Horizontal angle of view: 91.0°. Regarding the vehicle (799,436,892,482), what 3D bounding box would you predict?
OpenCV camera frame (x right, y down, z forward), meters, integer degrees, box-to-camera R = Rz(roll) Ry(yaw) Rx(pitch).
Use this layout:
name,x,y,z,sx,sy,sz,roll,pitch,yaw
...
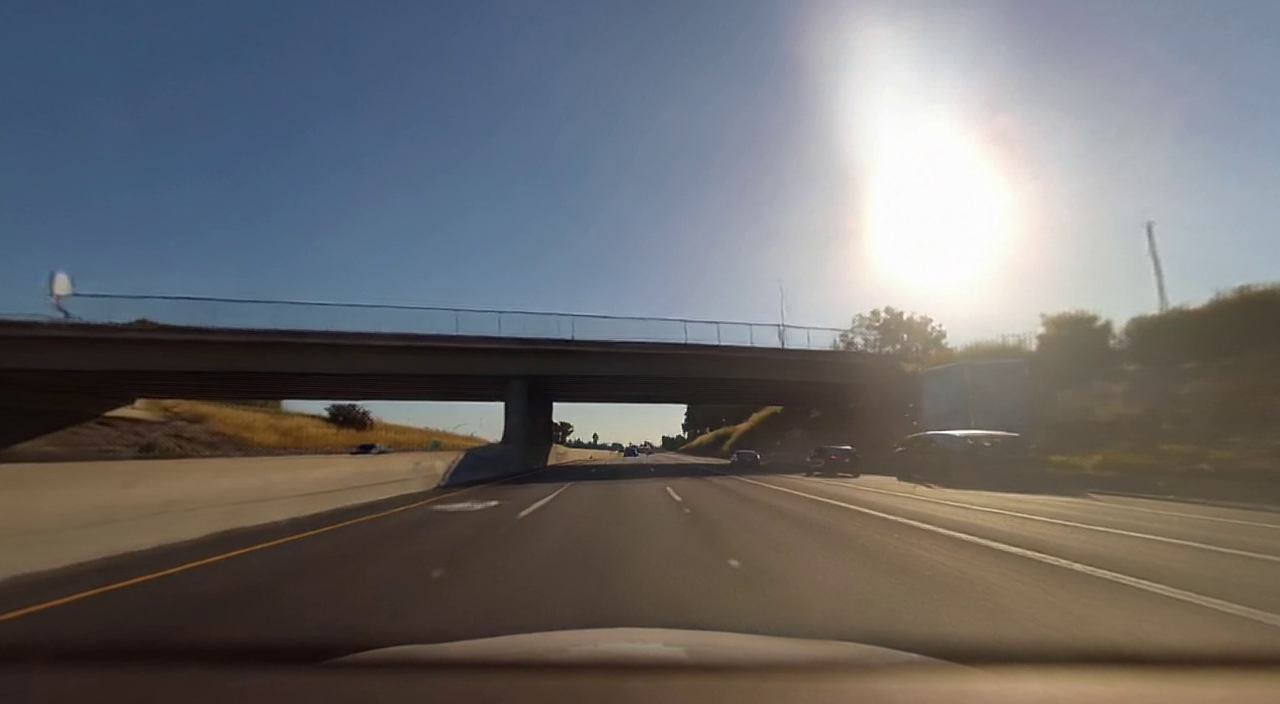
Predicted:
name,x,y,z,sx,sy,sz,roll,pitch,yaw
vehicle,9.533,5.013,29.896,2.387,1.936,5.646,0,-9,-2

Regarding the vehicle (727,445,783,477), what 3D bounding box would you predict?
name,x,y,z,sx,sy,sz,roll,pitch,yaw
vehicle,5.972,5.727,33.269,2.053,1.553,4.463,0,-9,-1
